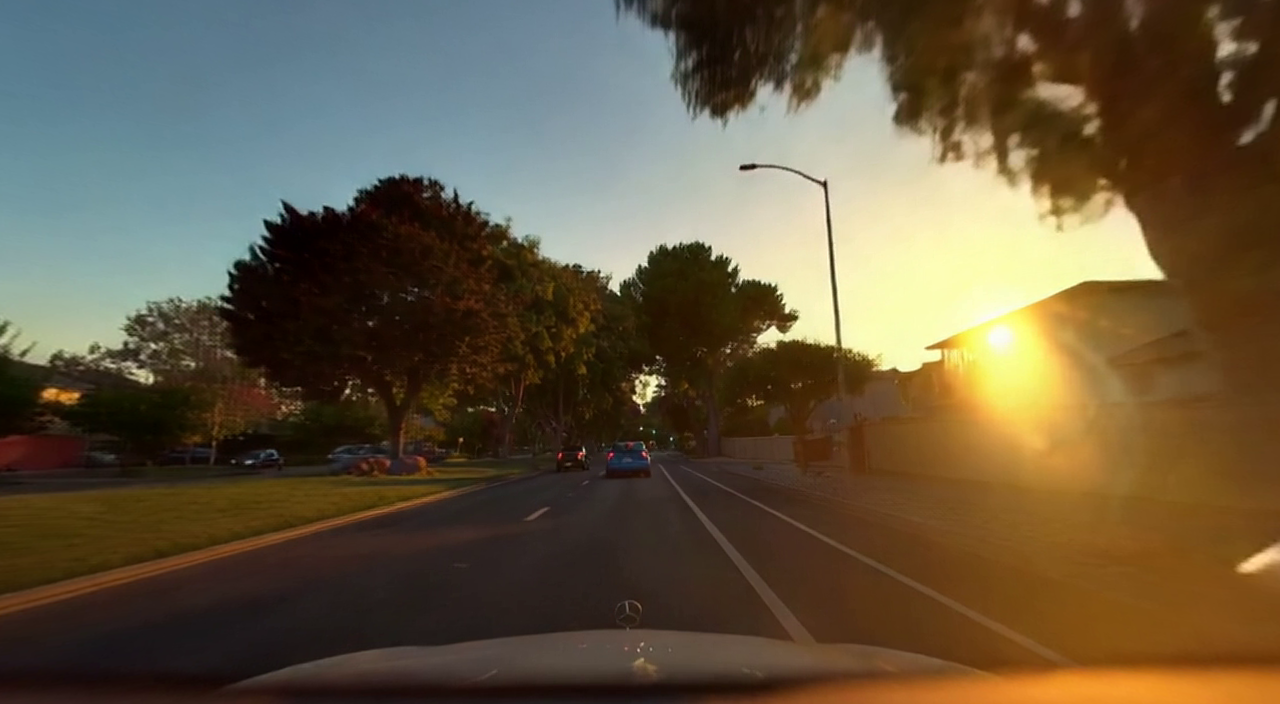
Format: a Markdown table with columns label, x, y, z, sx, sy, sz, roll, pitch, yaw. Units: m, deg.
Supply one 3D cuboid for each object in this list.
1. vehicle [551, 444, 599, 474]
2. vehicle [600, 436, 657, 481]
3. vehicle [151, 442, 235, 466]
| label | x | y | z | sx | sy | sz | roll | pitch | yaw |
| --- | --- | --- | --- | --- | --- | --- | --- | --- | --- |
| vehicle | -3.381 | 5.662 | 33.495 | 2.032 | 1.433 | 4.458 | 0 | -9 | 1 |
| vehicle | -0.441 | 4.472 | 26.546 | 2.220 | 1.742 | 4.047 | 0 | -9 | 0 |
| vehicle | -33.095 | 7.585 | 46.566 | 4.564 | 1.717 | 1.977 | 0 | -9 | -1 |
